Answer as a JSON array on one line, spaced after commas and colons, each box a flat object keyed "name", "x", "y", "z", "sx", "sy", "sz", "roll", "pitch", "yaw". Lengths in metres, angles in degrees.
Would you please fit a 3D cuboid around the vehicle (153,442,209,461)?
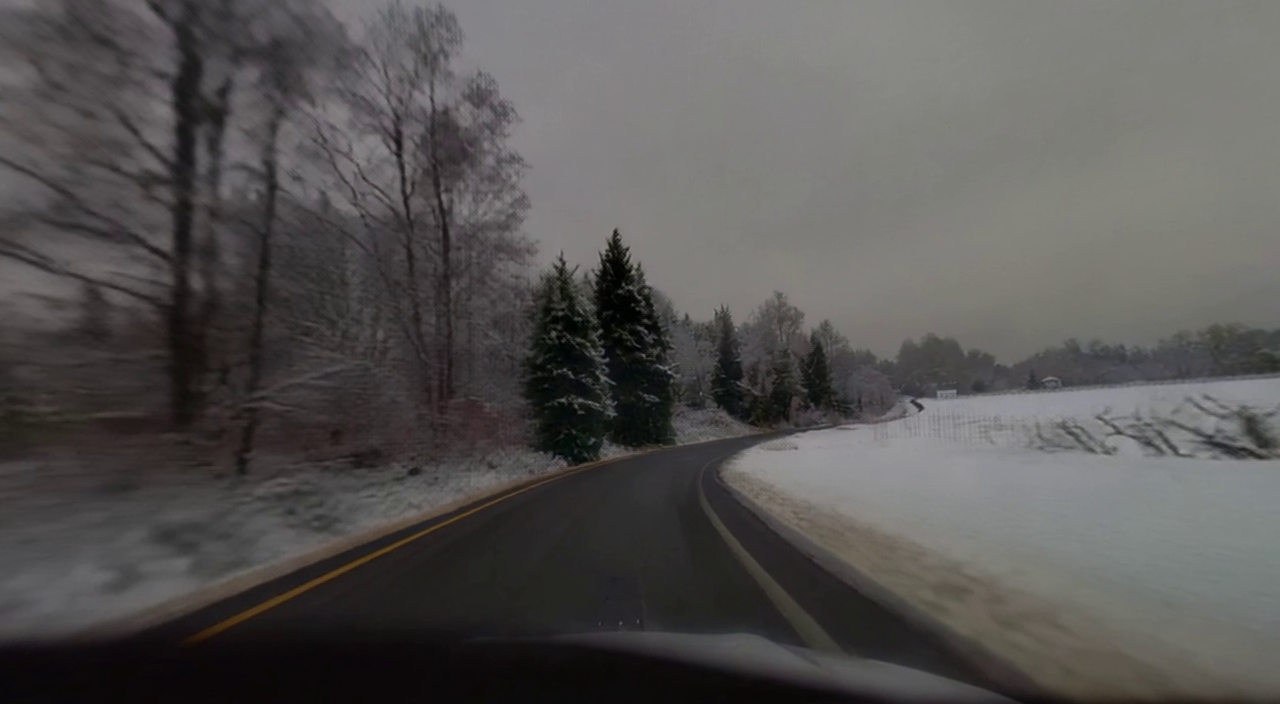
[{"name": "vehicle", "x": -36.041, "y": 7.821, "z": 49.705, "sx": 1.884, "sy": 1.430, "sz": 3.705, "roll": 1, "pitch": -9, "yaw": -6}]
